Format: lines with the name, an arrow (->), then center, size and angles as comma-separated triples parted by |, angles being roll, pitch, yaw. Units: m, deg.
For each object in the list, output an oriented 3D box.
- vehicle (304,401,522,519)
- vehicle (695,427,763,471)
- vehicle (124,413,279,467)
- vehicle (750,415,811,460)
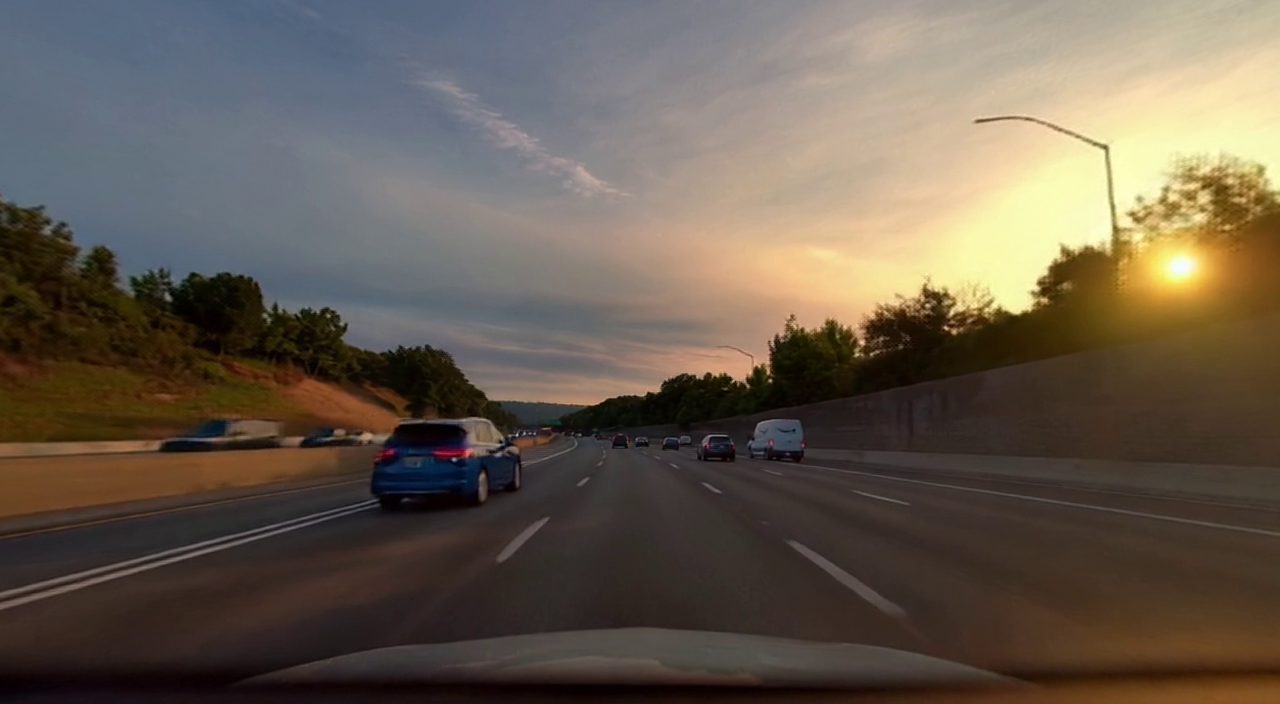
vehicle -> -4.219, 2.167, 13.136 | 2.331, 1.884, 5.787 | -1, -8, 1
vehicle -> 3.751, 4.194, 27.401 | 2.141, 1.732, 4.279 | 0, -8, -3
vehicle -> -17.693, 3.635, 25.949 | 2.279, 1.925, 5.802 | 0, -8, -1
vehicle -> 9.465, 5.909, 43.222 | 2.274, 2.802, 6.802 | 0, -8, -3
